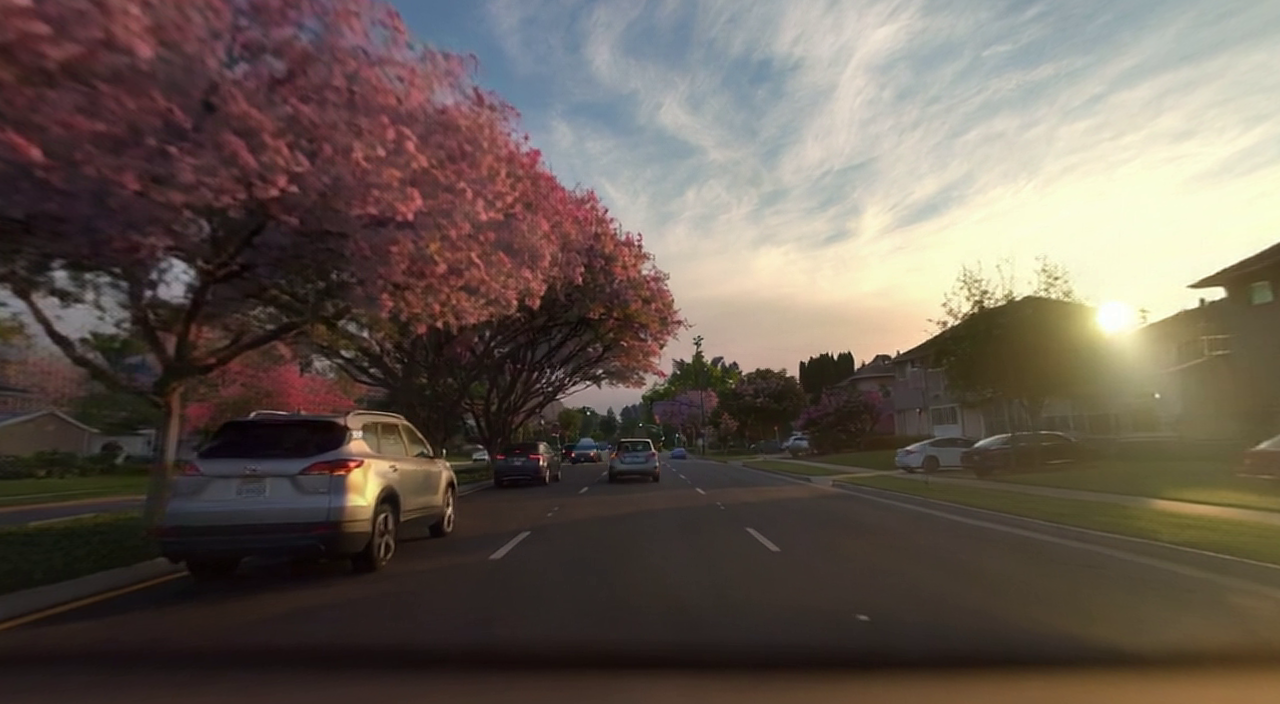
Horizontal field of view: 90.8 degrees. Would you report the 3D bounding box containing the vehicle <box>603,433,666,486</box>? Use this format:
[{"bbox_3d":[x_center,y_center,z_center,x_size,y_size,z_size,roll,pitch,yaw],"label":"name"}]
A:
[{"bbox_3d":[-0.172,3.691,21.958,1.997,1.636,3.760,0,-8,0],"label":"vehicle"}]

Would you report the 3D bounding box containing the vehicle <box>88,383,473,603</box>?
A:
[{"bbox_3d":[-3.791,1.582,8.027,2.161,1.919,4.798,0,-8,-2],"label":"vehicle"}]

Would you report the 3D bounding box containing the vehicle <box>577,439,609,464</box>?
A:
[{"bbox_3d":[-3.527,7.569,48.387,2.080,1.780,4.879,0,-8,0],"label":"vehicle"}]

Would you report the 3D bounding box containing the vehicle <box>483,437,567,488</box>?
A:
[{"bbox_3d":[-3.798,3.728,21.579,2.066,1.565,3.905,0,-8,1],"label":"vehicle"}]
